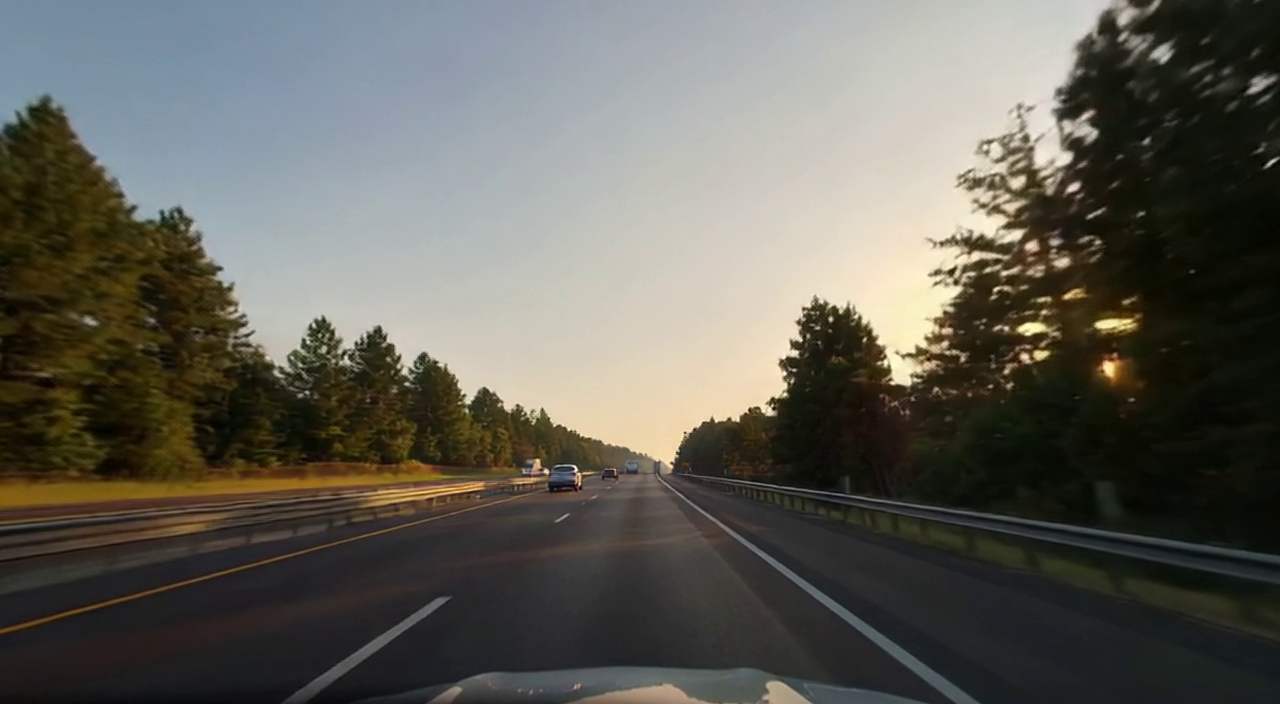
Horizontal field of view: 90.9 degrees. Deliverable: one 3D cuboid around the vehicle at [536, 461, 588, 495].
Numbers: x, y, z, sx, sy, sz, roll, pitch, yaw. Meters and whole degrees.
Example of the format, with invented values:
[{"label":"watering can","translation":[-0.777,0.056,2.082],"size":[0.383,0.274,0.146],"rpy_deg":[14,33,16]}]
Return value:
[{"label":"vehicle","translation":[-3.945,6.478,32.540],"size":[2.180,1.618,4.219],"rpy_deg":[1,-10,-1]}]
